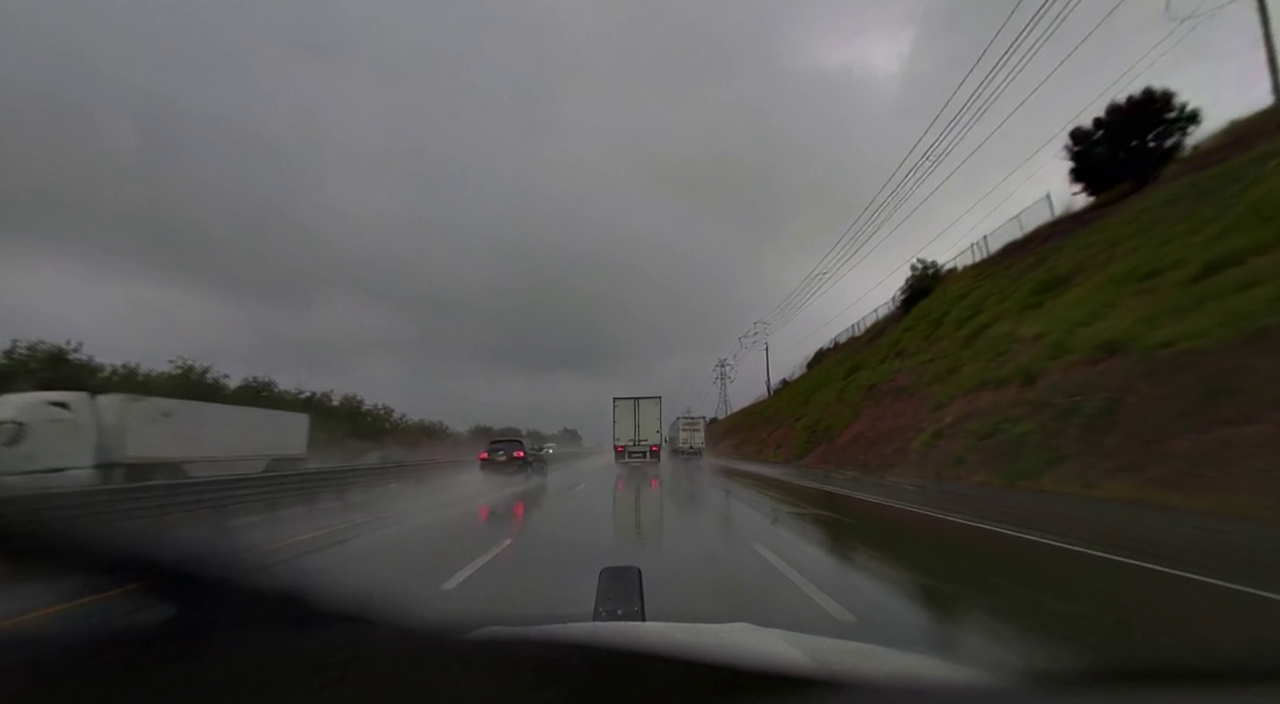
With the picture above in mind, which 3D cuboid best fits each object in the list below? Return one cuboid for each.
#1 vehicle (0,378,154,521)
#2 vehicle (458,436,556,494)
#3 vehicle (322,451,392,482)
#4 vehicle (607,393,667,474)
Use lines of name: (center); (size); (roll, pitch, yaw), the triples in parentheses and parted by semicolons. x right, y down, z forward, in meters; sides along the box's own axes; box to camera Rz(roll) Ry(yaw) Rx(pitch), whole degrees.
vehicle: (-19.767, 3.151, 20.436); (2.983, 4.049, 5.976); (0, -9, 0)
vehicle: (-4.171, 3.630, 20.645); (2.170, 1.657, 4.573); (0, -9, 1)
vehicle: (-15.273, 6.191, 34.336); (1.867, 1.518, 4.106); (0, -9, 0)
vehicle: (-0.129, 4.897, 36.992); (2.985, 4.025, 10.982); (0, -9, 0)
